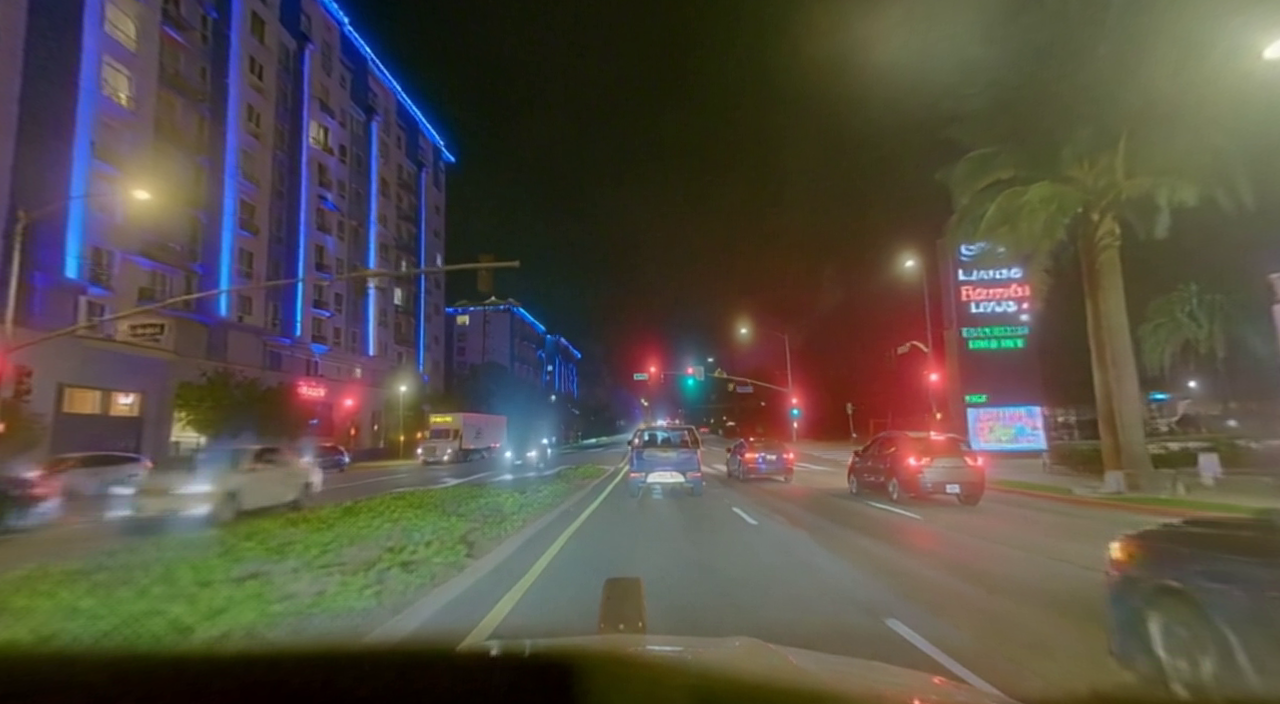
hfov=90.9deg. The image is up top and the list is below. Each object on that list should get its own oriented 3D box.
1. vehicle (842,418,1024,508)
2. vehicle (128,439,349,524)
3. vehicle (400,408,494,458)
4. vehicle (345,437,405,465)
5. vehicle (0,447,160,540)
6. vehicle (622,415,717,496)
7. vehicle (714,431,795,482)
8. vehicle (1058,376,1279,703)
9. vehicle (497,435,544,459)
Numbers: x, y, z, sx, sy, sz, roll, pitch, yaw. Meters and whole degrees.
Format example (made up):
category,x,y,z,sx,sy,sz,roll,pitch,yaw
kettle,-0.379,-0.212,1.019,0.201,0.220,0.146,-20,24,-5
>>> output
category,x,y,z,sx,sy,sz,roll,pitch,yaw
vehicle,7.303,2.852,16.594,2.215,1.973,5.323,0,-9,0
vehicle,-8.250,2.665,13.531,1.937,1.530,4.107,0,-9,2
vehicle,-14.506,6.409,48.886,3.100,3.378,11.784,-1,-9,2
vehicle,-18.042,6.759,43.134,1.945,1.738,4.558,-1,-9,2
vehicle,-11.529,2.534,11.723,2.011,1.520,3.902,0,-9,2
vehicle,0.822,3.143,19.362,2.487,2.115,5.444,0,-9,1
vehicle,4.254,3.995,24.325,2.283,1.738,4.916,0,-9,1
vehicle,3.805,0.817,2.006,1.993,1.645,4.350,0,-9,1
vehicle,-7.793,6.268,41.577,2.101,1.538,4.253,-1,-9,2
